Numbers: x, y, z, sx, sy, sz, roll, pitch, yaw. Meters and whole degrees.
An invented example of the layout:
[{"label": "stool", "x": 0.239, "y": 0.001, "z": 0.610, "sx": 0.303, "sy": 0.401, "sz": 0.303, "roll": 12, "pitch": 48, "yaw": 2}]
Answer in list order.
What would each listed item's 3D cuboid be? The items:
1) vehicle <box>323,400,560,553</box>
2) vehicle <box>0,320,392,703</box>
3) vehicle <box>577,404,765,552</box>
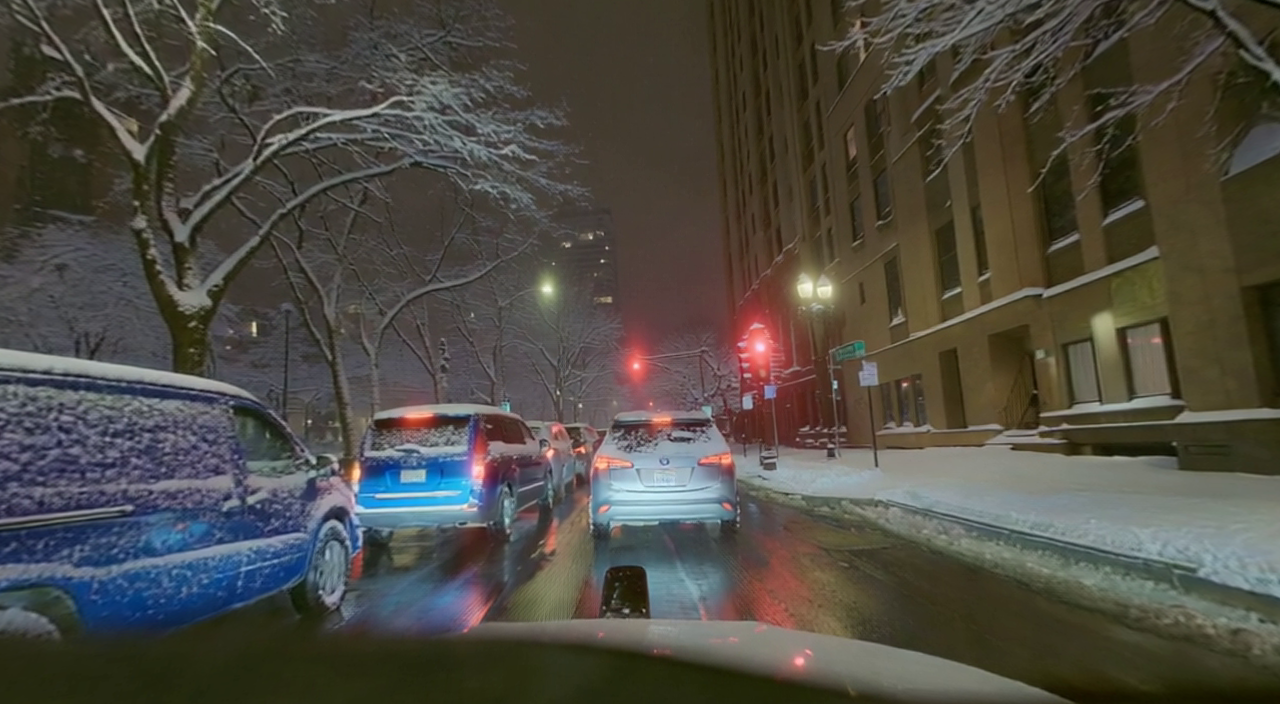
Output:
[{"label": "vehicle", "x": -2.642, "y": 1.811, "z": 9.806, "sx": 2.124, "sy": 1.799, "sz": 4.587, "roll": 0, "pitch": -8, "yaw": 1}, {"label": "vehicle", "x": -3.173, "y": 0.973, "z": 3.590, "sx": 1.940, "sy": 1.722, "sz": 3.823, "roll": 0, "pitch": -8, "yaw": 0}, {"label": "vehicle", "x": 0.370, "y": 1.770, "z": 9.439, "sx": 2.205, "sy": 1.727, "sz": 3.917, "roll": 0, "pitch": -8, "yaw": 0}]
